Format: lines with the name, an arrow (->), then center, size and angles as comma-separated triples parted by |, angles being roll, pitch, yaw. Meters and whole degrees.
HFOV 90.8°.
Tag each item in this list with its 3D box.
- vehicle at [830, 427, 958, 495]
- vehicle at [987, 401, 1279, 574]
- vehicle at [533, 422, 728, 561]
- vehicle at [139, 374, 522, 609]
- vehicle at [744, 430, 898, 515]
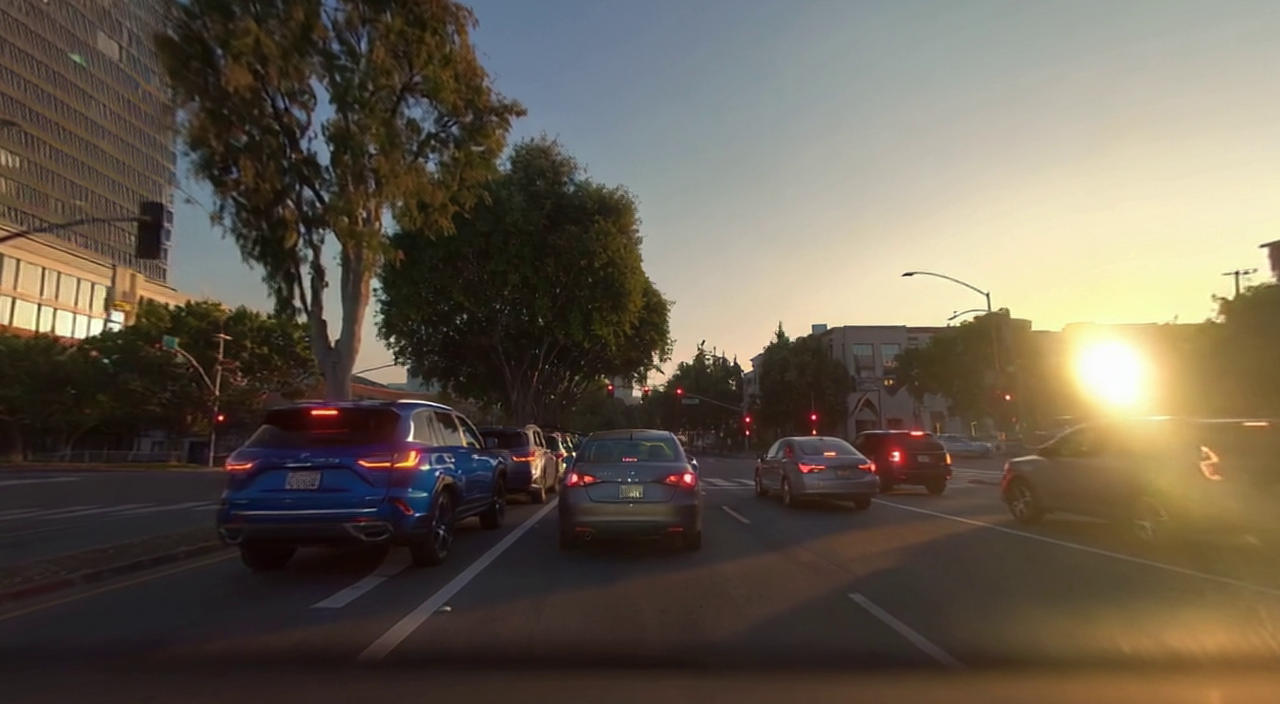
vehicle -> 7.049, 3.069, 18.075 | 1.894, 1.693, 4.110 | 0, -8, -1
vehicle -> 7.239, 1.715, 8.800 | 2.068, 1.731, 4.752 | 0, -8, 0
vehicle -> -0.144, 1.801, 8.874 | 2.097, 1.480, 4.006 | 0, -8, -1
vehicle -> -2.851, 1.430, 7.370 | 2.064, 1.825, 4.760 | 0, -8, 0
vehicle -> 3.576, 2.464, 13.455 | 1.861, 1.473, 4.393 | 0, -8, -2
